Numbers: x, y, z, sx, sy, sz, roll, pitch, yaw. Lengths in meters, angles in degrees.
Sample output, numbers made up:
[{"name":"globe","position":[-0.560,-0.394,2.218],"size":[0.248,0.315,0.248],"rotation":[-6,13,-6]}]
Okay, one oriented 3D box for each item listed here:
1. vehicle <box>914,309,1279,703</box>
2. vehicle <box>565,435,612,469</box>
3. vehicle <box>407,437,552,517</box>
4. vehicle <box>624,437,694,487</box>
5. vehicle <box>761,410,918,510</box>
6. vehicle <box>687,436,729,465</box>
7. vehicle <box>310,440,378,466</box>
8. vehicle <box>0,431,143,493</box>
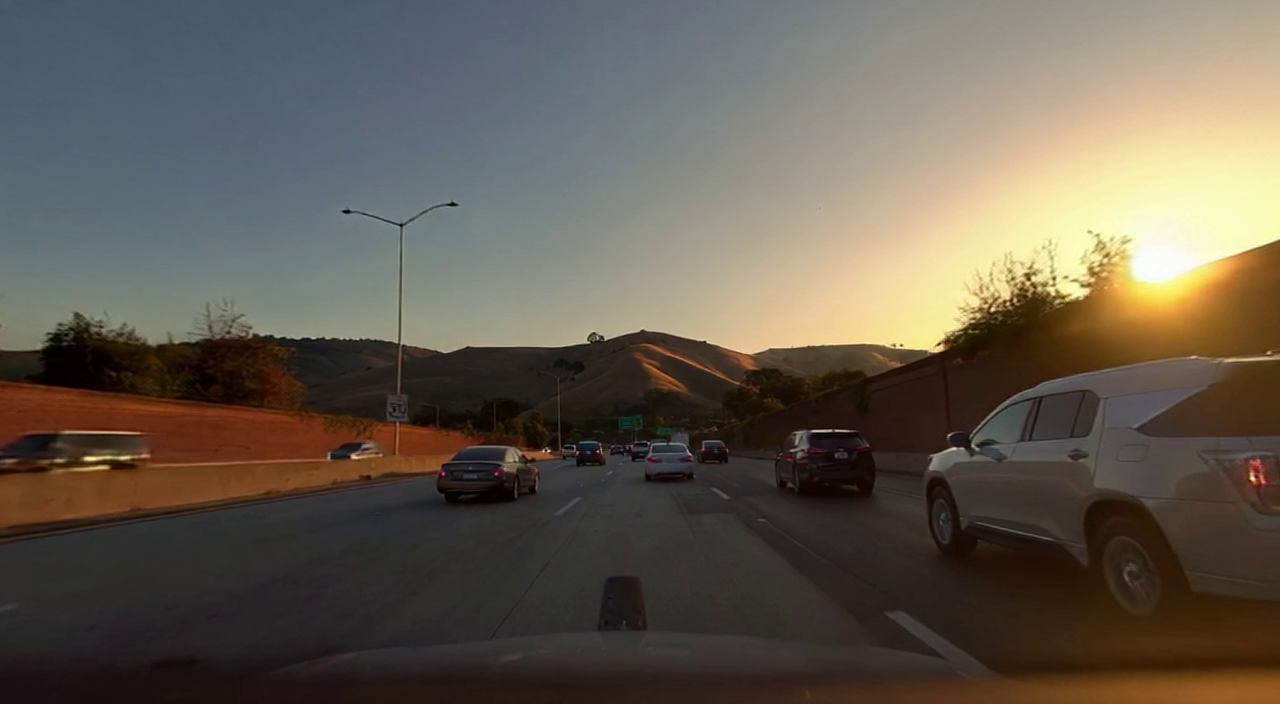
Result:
[{"name":"vehicle","position":[3.730,0.937,4.096],"size":[1.930,1.831,4.344],"rotation":[0,-8,0]},{"name":"vehicle","position":[-2.879,5.736,36.419],"size":[2.154,1.793,4.736],"rotation":[0,-8,2]},{"name":"vehicle","position":[-3.286,2.627,13.893],"size":[1.961,1.456,4.362],"rotation":[0,-8,1]},{"name":"vehicle","position":[0.550,3.562,20.824],"size":[2.105,1.471,3.978],"rotation":[0,-8,0]},{"name":"vehicle","position":[4.203,2.358,14.223],"size":[1.970,1.872,4.575],"rotation":[0,-8,-1]},{"name":"vehicle","position":[3.720,5.439,35.107],"size":[1.855,1.513,3.915],"rotation":[0,-8,-1]},{"name":"vehicle","position":[-21.506,7.355,46.151],"size":[2.205,1.769,5.650],"rotation":[0,-8,0]},{"name":"vehicle","position":[-21.855,3.932,22.995],"size":[2.448,1.955,6.132],"rotation":[0,-8,0]}]
